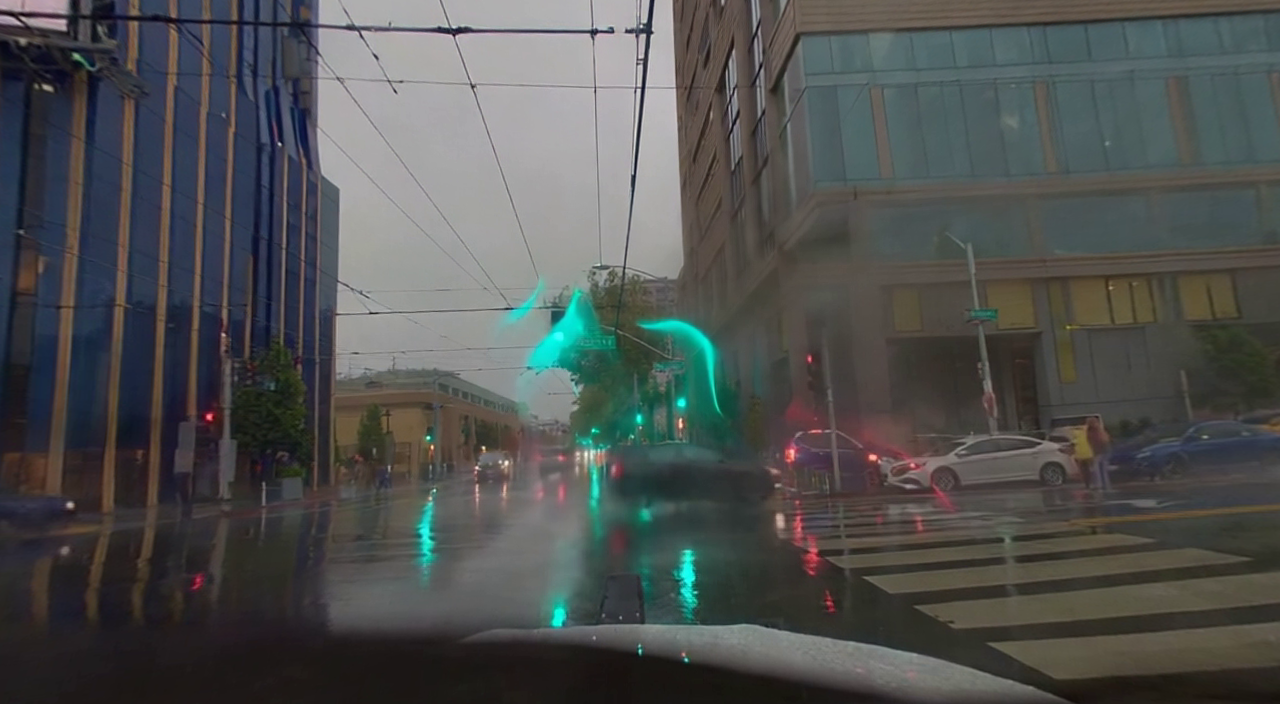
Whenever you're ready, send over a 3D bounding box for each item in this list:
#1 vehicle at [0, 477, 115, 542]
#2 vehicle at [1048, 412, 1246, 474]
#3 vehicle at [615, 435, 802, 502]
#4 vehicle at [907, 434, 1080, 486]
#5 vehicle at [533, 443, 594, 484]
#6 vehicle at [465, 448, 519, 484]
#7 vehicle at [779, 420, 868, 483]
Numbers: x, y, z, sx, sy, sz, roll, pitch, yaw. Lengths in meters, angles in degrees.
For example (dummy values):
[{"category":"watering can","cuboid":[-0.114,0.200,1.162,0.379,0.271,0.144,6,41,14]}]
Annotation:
[{"category":"vehicle","cuboid":[-16.811,4.049,16.293,4.549,1.490,1.797,2,-9,-15]},{"category":"vehicle","cuboid":[16.761,3.041,21.070,4.944,1.946,1.952,0,-8,-3]},{"category":"vehicle","cuboid":[1.675,3.030,16.698,4.637,1.624,1.927,0,-8,-3]},{"category":"vehicle","cuboid":[11.396,3.491,20.554,4.697,1.510,1.596,0,-9,-4]},{"category":"vehicle","cuboid":[-3.722,5.543,31.806,2.137,1.910,5.120,-1,-9,3]},{"category":"vehicle","cuboid":[-8.410,6.503,36.277,2.121,1.792,4.510,-3,-8,-2]},{"category":"vehicle","cuboid":[7.576,4.102,26.630,2.316,2.425,4.466,1,-7,-2]}]
